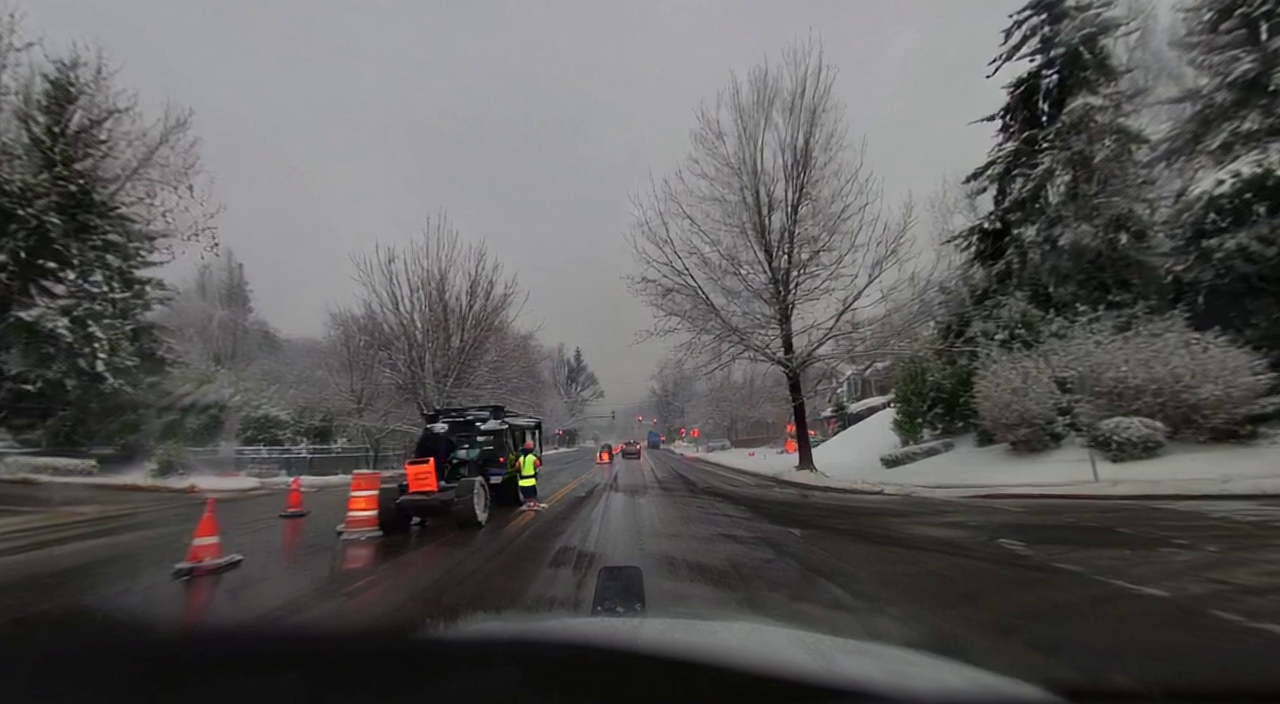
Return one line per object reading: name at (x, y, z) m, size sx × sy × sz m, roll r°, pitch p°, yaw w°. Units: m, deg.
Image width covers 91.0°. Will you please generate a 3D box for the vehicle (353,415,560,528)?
vehicle at (-3.633, 2.577, 14.312) m, size 2.742 × 1.962 × 6.409 m, roll 0°, pitch -8°, yaw 0°
